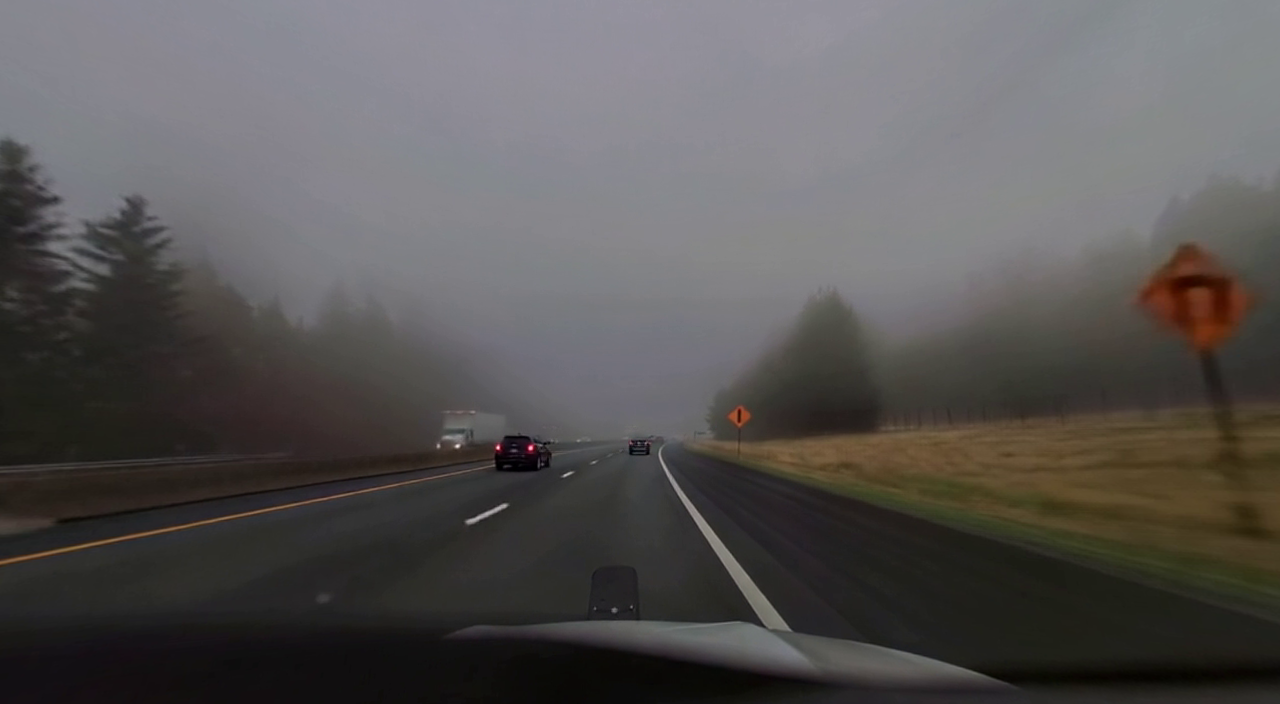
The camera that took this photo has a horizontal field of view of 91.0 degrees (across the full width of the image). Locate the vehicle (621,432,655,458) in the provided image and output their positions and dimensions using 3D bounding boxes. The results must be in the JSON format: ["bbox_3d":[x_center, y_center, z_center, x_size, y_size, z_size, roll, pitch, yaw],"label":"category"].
[{"bbox_3d":[-0.158,6.225,42.194,2.146,1.636,4.026,0,-8,0],"label":"vehicle"}]

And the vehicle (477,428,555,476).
[{"bbox_3d":[-4.646,3.832,24.270,2.075,1.653,4.317,-1,-8,1],"label":"vehicle"}]
